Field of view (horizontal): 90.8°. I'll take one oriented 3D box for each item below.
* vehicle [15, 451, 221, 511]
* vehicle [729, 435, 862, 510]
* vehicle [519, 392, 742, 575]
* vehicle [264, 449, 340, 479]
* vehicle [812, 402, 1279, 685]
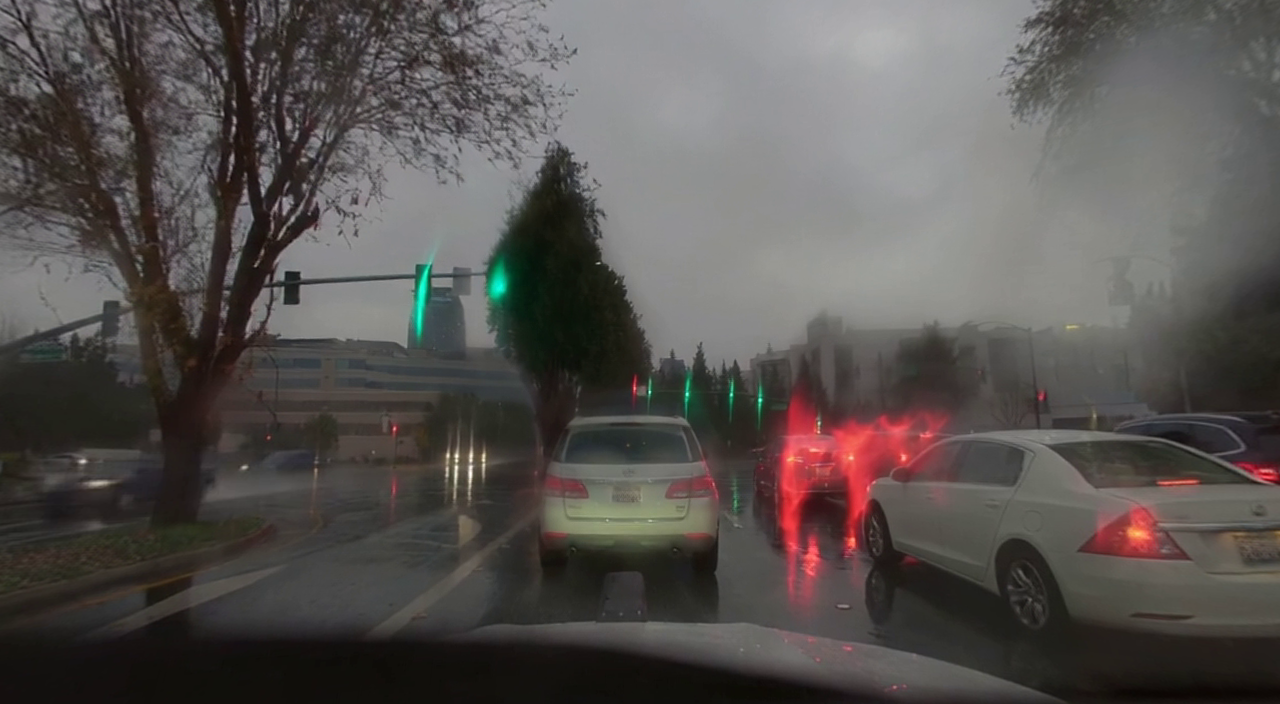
[{"bbox_3d":[-14.567,3.590,18.088,2.035,1.454,4.513,0,-9,0],"label":"vehicle"},{"bbox_3d":[3.513,2.805,15.185,2.004,1.523,4.263,0,-9,-2],"label":"vehicle"},{"bbox_3d":[-0.185,1.647,8.611,2.236,1.827,4.316,0,-9,-3],"label":"vehicle"},{"bbox_3d":[-20.789,6.892,39.106,2.132,1.695,4.619,0,-9,-1],"label":"vehicle"},{"bbox_3d":[3.365,1.422,5.977,2.034,1.558,4.774,0,-9,-1],"label":"vehicle"}]
